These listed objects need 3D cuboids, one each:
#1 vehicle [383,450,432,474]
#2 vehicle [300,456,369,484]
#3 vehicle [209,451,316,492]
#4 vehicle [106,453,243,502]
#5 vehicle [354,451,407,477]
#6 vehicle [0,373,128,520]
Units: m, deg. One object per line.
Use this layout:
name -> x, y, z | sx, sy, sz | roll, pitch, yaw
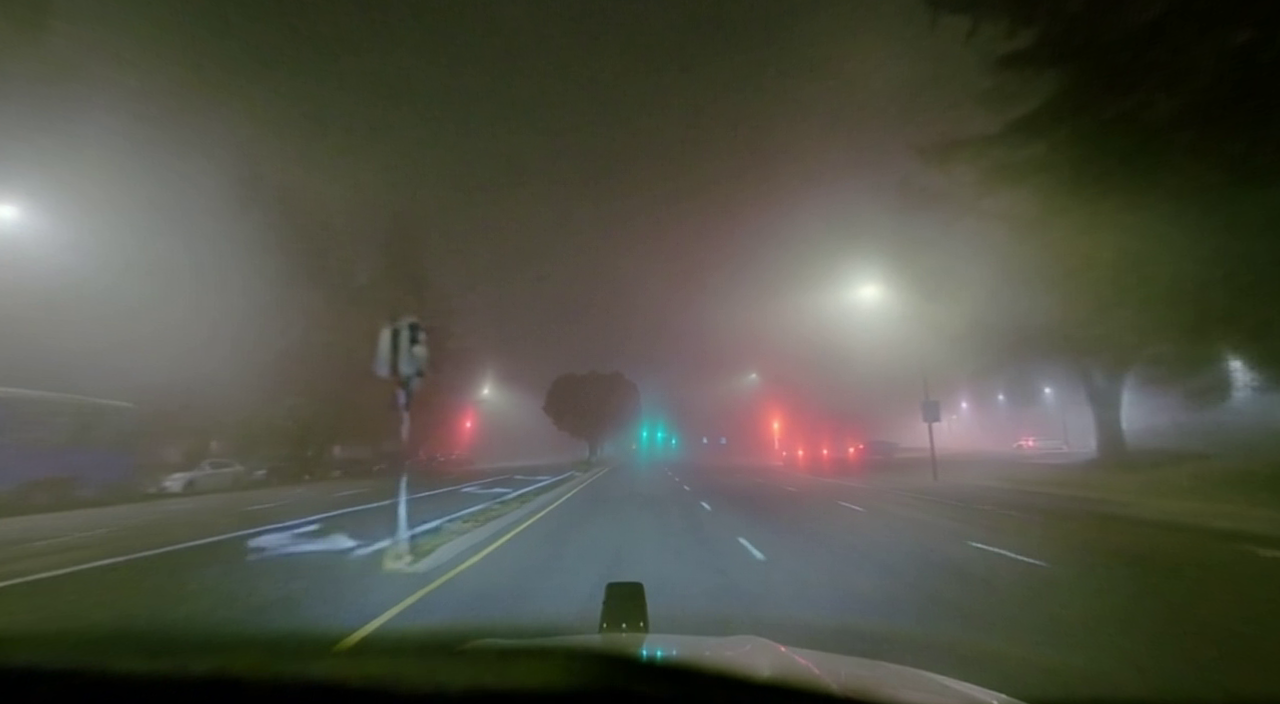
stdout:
vehicle -> -18.023, 8.513, 49.128 | 2.115, 1.716, 4.900 | -1, -9, -2
vehicle -> -17.886, 6.904, 37.148 | 1.839, 1.456, 4.507 | -1, -9, 0
vehicle -> -17.931, 5.660, 30.295 | 2.200, 1.730, 4.886 | -1, -9, -1
vehicle -> -18.093, 4.857, 24.846 | 1.892, 1.681, 4.596 | -1, -9, 0
vehicle -> -17.842, 7.703, 43.519 | 1.952, 1.649, 4.414 | 0, -9, -3
vehicle -> -17.878, 2.488, 15.737 | 3.028, 3.724, 9.001 | -5, -8, -2
